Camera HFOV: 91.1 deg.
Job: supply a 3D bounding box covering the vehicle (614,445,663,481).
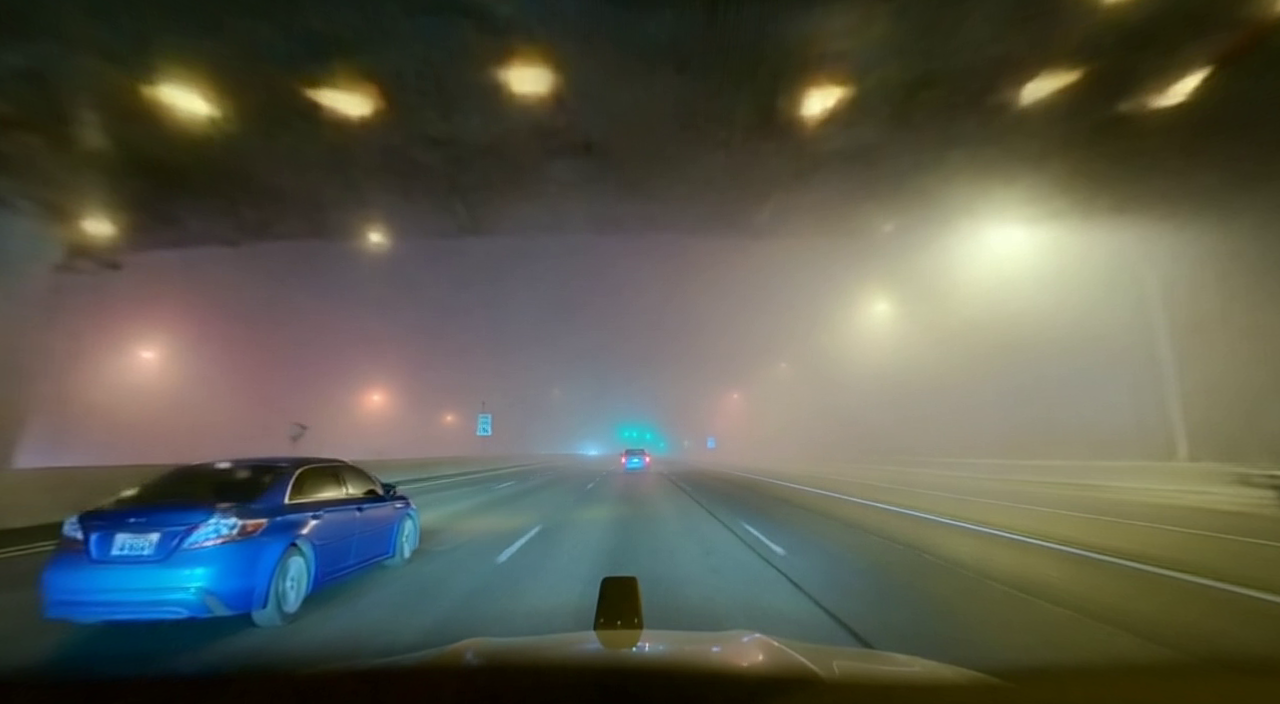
[{"bbox_3d":[-0.126,5.037,28.874,2.055,1.501,4.321,0,-9,-2],"label":"vehicle"}]
